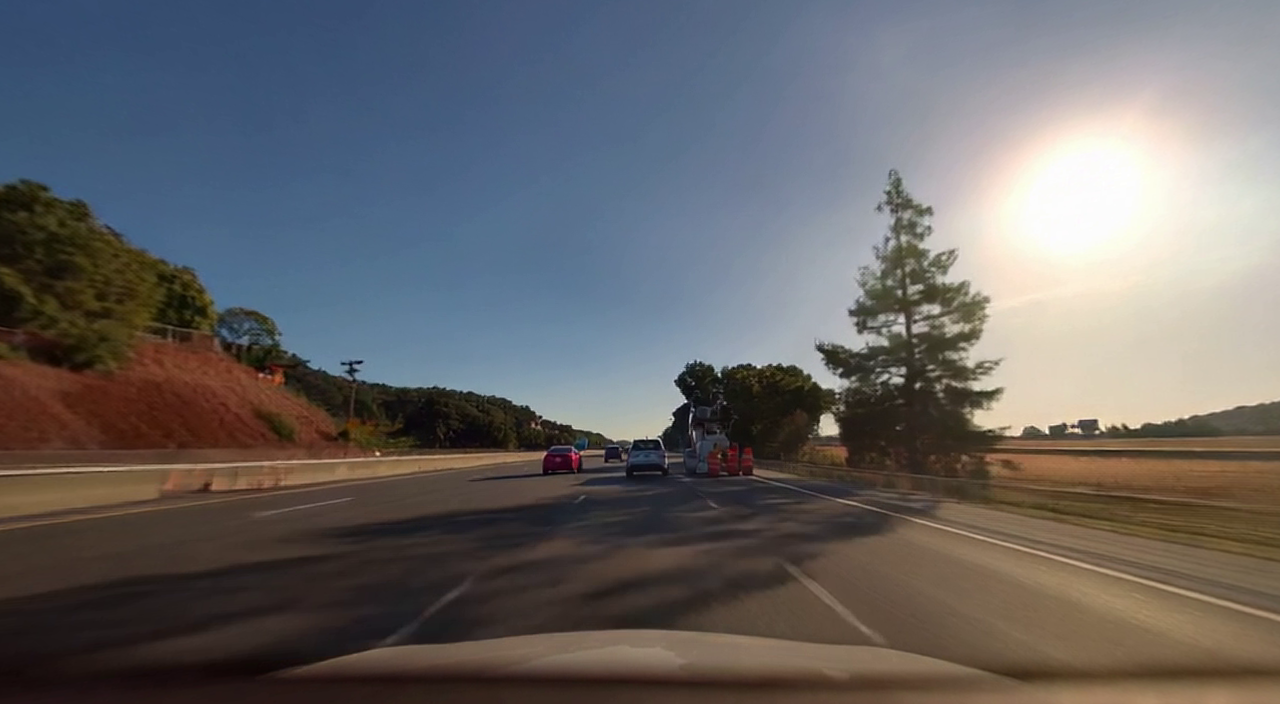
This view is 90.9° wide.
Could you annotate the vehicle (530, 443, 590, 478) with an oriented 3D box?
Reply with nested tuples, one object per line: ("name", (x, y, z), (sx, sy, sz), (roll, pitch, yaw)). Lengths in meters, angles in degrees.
("vehicle", (-3.593, 4.959, 29.083), (2.096, 1.469, 4.319), (0, -8, 2))

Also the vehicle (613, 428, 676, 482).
("vehicle", (0.179, 4.167, 25.722), (2.308, 1.993, 4.631), (0, -8, 0))

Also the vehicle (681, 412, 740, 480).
("vehicle", (4.311, 6.043, 40.802), (2.793, 3.828, 9.580), (0, -8, 1))
